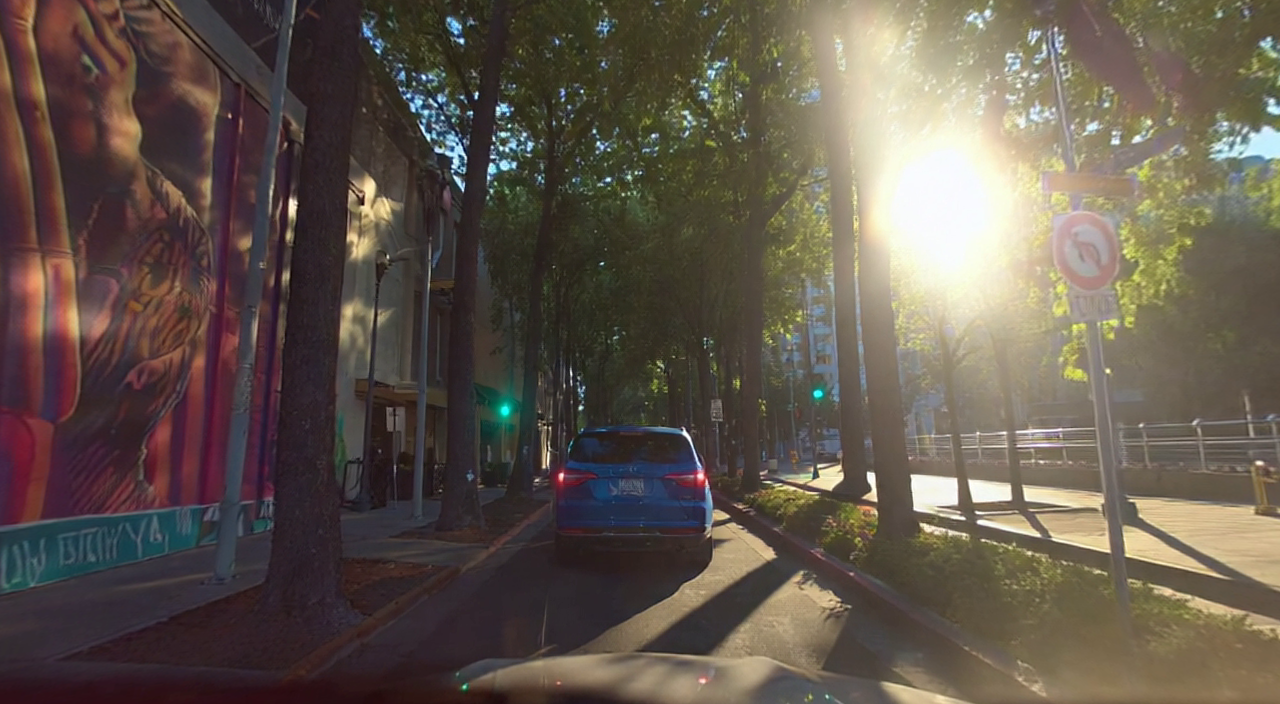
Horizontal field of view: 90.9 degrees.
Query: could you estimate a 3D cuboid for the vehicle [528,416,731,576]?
[{"bbox_3d":[-0.130,1.766,8.470,2.079,1.621,3.861,0,-8,-1],"label":"vehicle"}]
